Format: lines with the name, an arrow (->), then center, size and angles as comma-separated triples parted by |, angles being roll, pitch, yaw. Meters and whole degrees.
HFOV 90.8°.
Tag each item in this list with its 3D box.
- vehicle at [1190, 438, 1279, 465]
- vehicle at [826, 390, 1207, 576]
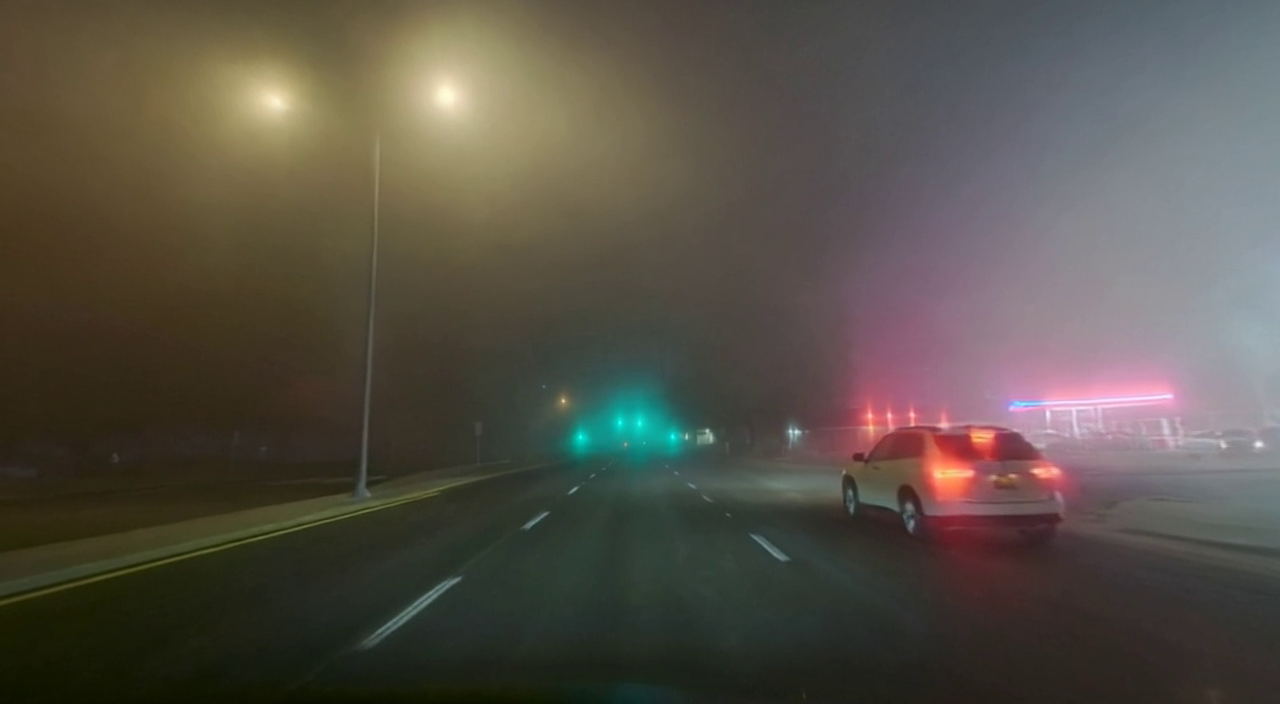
vehicle -> 34.023, 5.588, 35.615 | 4.182, 1.473, 1.840 | 0, -8, 1
vehicle -> 4.552, 1.692, 8.966 | 2.245, 1.864, 5.076 | 0, -8, 0
